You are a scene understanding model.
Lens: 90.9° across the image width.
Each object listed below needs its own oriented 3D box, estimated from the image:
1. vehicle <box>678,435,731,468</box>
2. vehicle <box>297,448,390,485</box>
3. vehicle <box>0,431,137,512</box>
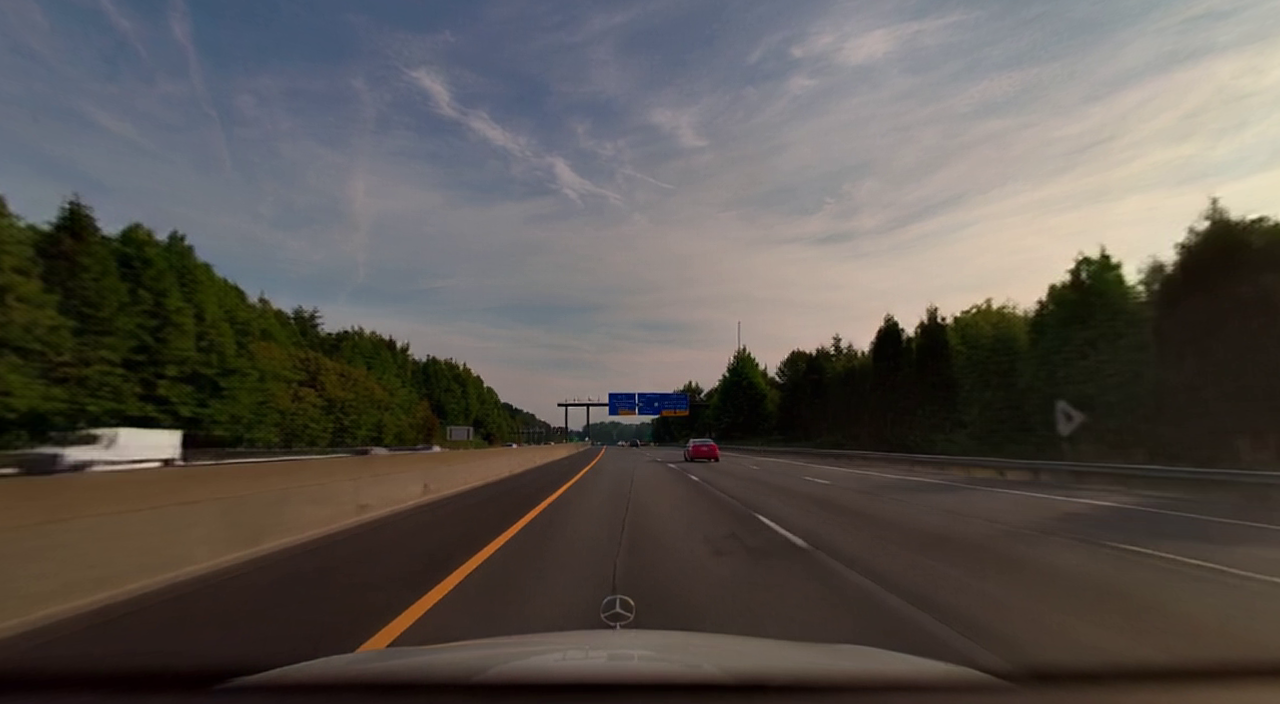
[{"bbox_3d":[3.139,4.922,31.504,1.958,1.526,4.227,1,-8,-3],"label":"vehicle"},{"bbox_3d":[-13.067,5.043,28.155,1.944,1.446,4.786,0,-8,-2],"label":"vehicle"},{"bbox_3d":[-16.874,3.207,17.486,2.003,1.981,4.635,0,-8,-1],"label":"vehicle"}]
